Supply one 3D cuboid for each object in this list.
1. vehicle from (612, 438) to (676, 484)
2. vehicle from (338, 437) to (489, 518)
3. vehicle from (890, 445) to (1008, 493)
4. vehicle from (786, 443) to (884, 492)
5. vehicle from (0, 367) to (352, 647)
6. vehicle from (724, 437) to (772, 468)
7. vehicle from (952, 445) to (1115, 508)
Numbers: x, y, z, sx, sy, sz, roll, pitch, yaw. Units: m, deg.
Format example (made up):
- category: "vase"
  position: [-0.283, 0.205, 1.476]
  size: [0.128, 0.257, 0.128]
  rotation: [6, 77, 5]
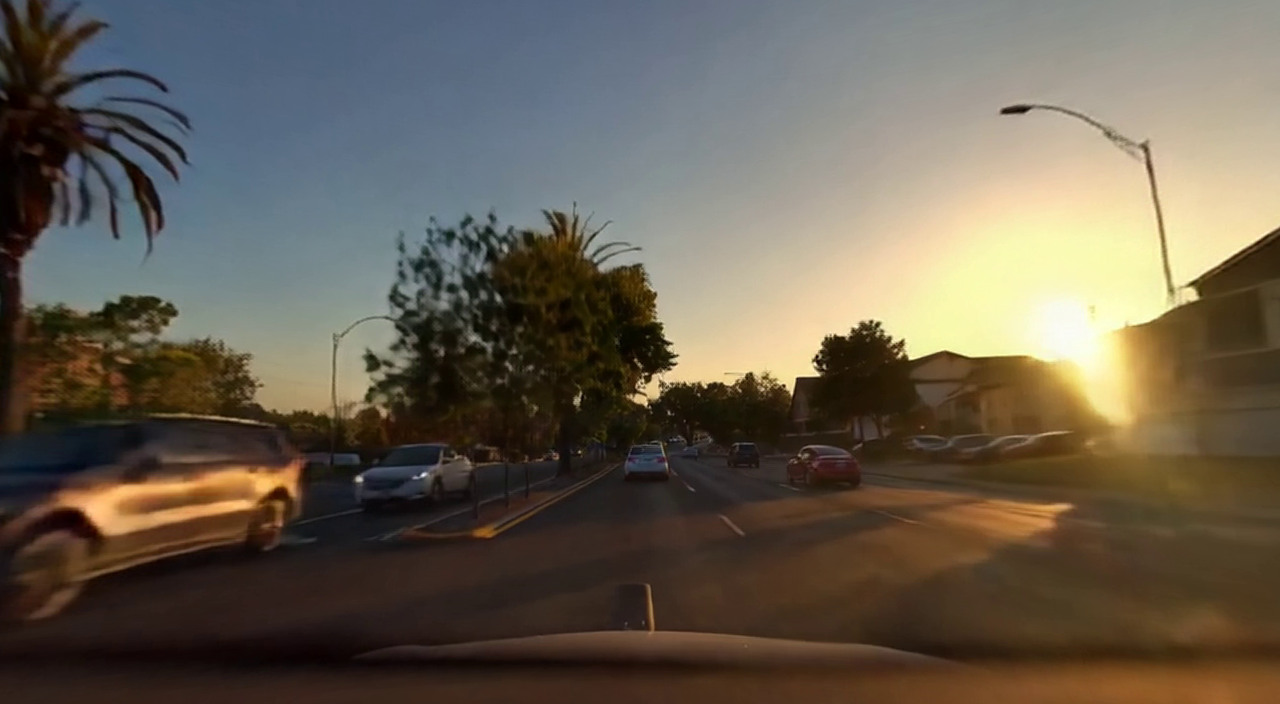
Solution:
- category: "vehicle"
  position: [0.107, 4.268, 24.961]
  size: [2.289, 1.679, 4.180]
  rotation: [0, -9, -1]
- category: "vehicle"
  position: [-5.292, 2.965, 15.477]
  size: [2.033, 1.658, 4.472]
  rotation: [-1, -9, 0]
- category: "vehicle"
  position: [11.134, 4.227, 23.170]
  size: [1.978, 1.551, 4.560]
  rotation: [0, -9, 0]
- category: "vehicle"
  position: [6.431, 3.829, 21.337]
  size: [1.897, 1.477, 4.360]
  rotation: [0, -9, 0]
- category: "vehicle"
  position: [-5.328, 1.425, 6.810]
  size: [2.193, 1.967, 4.600]
  rotation: [0, -9, 0]
- category: "vehicle"
  position: [7.640, 7.194, 45.267]
  size: [2.436, 2.010, 5.595]
  rotation: [0, -9, 0]
- category: "vehicle"
  position: [10.992, 3.475, 18.093]
  size: [1.854, 1.477, 4.525]
  rotation: [2, -9, 1]
